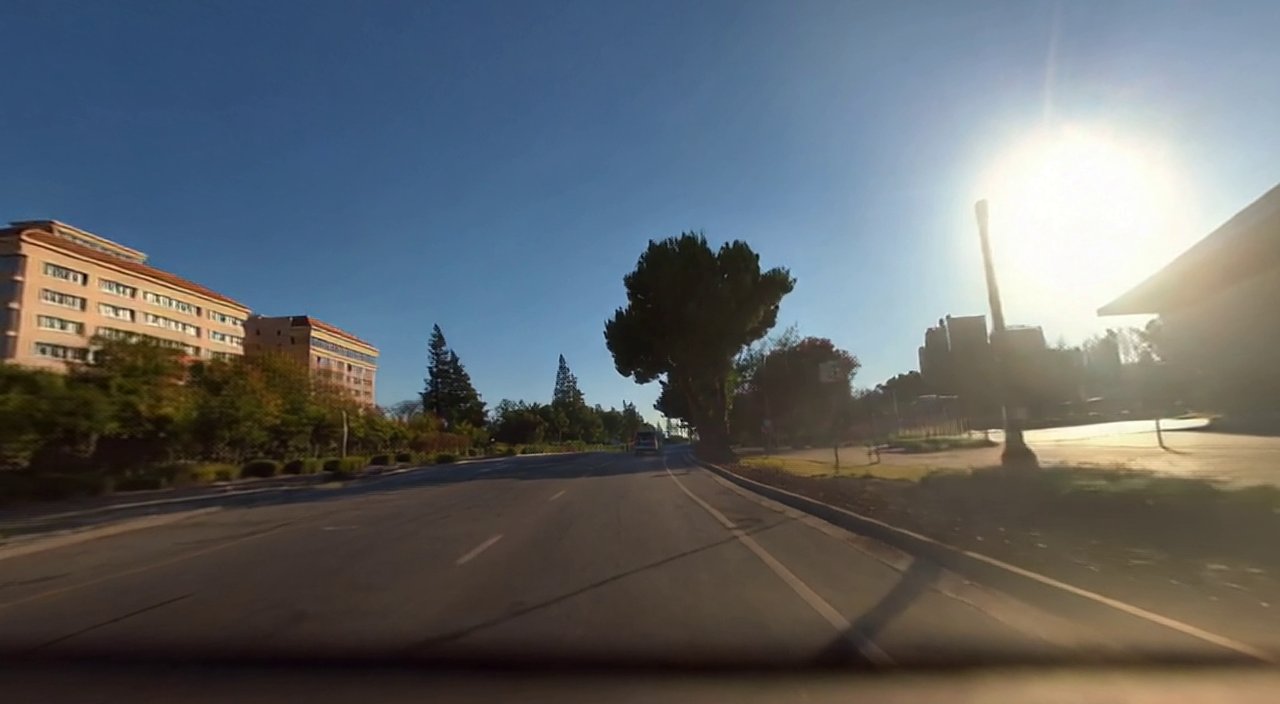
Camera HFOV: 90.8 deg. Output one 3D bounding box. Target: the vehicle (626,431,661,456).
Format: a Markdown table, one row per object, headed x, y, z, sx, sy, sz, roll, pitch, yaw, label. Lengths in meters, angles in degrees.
| x | y | z | sx | sy | sz | roll | pitch | yaw | label |
| --- | --- | --- | --- | --- | --- | --- | --- | --- | --- |
| 0.325 | 6.862 | 47.299 | 2.370 | 1.781 | 4.440 | -1 | -9 | 4 | vehicle |
